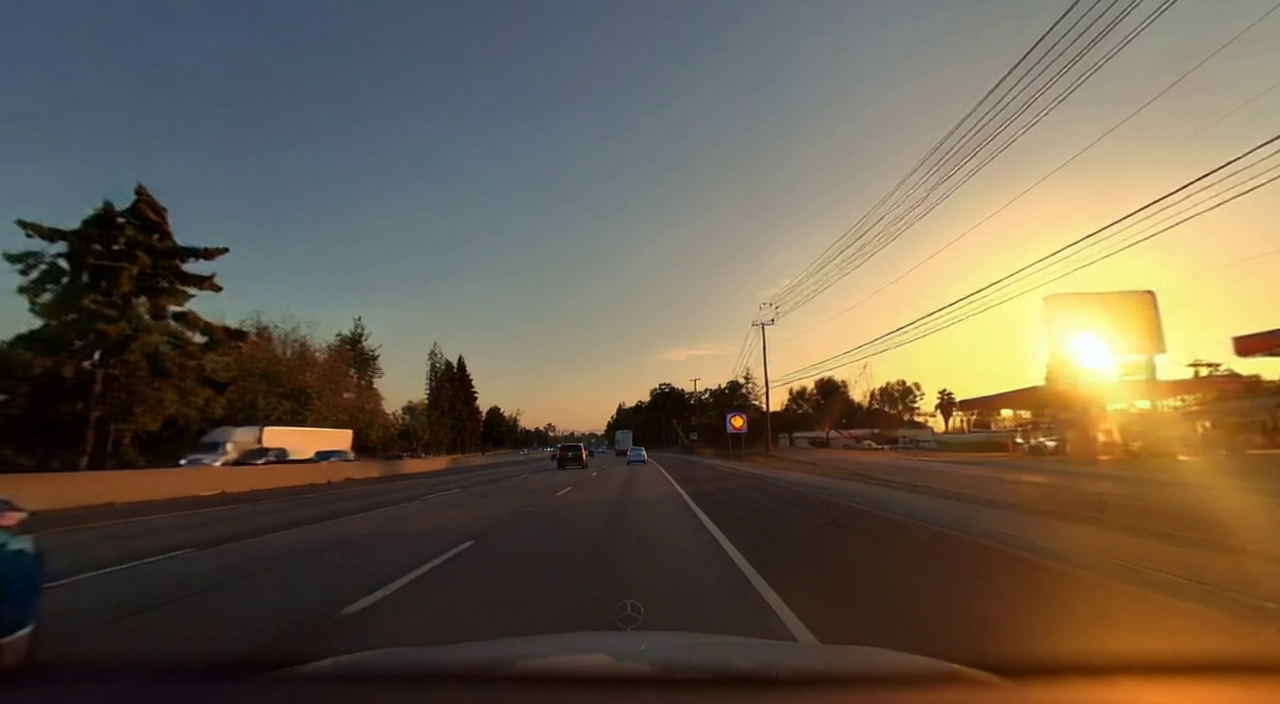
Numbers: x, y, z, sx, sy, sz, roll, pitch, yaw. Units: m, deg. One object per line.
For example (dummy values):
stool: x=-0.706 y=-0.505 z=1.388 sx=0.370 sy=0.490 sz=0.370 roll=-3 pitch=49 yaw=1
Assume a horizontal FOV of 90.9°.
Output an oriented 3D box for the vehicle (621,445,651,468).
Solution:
vehicle: x=-0.340 y=7.305 z=44.386 sx=1.982 sy=1.524 sz=3.800 roll=0 pitch=-8 yaw=-2

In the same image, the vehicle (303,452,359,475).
vehicle: x=-22.544 y=8.123 z=46.149 sx=1.851 sy=1.577 sz=4.503 roll=0 pitch=-8 yaw=-1

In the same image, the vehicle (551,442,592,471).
vehicle: x=-4.615 y=7.080 z=42.992 sx=2.273 sy=1.884 sz=4.515 roll=0 pitch=-8 yaw=0

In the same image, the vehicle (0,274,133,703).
vehicle: x=-4.209 y=0.348 z=0.327 sx=2.694 sy=2.081 sz=6.099 roll=0 pitch=-8 yaw=1

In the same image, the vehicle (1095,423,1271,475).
vehicle: x=34.852 y=6.343 z=40.836 sx=7.976 sy=2.684 sz=2.905 roll=-3 pitch=-15 yaw=7

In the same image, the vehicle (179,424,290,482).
vehicle: x=-30.372 y=7.599 z=47.854 sx=2.982 sy=3.933 sz=8.231 roll=0 pitch=-8 yaw=-1
